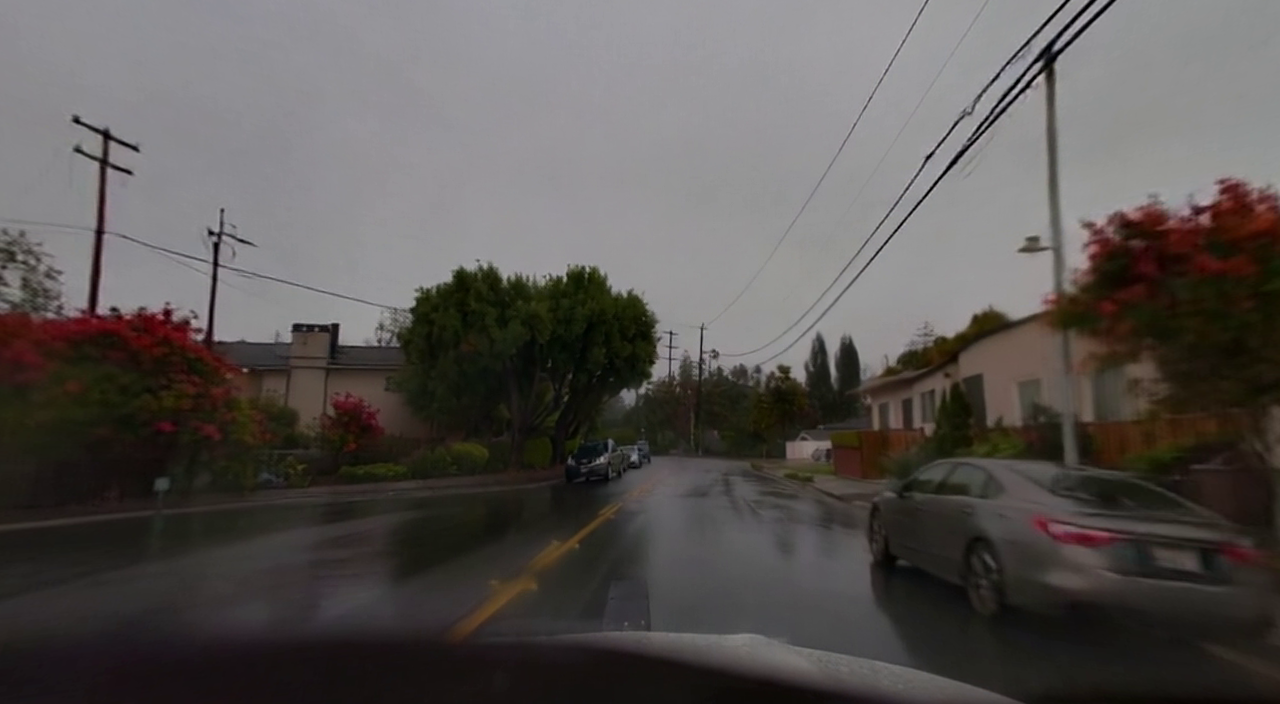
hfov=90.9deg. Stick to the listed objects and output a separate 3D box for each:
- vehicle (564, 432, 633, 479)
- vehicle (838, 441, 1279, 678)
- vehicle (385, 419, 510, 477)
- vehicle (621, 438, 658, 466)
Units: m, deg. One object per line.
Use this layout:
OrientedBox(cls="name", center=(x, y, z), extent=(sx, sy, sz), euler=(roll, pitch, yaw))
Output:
OrientedBox(cls="vehicle", center=(-1.766, 4.749, 29.268), extent=(2.463, 1.951, 5.794), euler=(-1, -8, 3))
OrientedBox(cls="vehicle", center=(3.850, 1.683, 6.560), extent=(2.151, 1.468, 5.066), euler=(0, -8, 3))
OrientedBox(cls="vehicle", center=(-9.759, 4.910, 32.482), extent=(5.828, 2.818, 2.231), euler=(2, -8, -13))
OrientedBox(cls="vehicle", center=(0.057, 7.214, 45.576), extent=(2.139, 1.882, 4.635), euler=(-1, -8, 7))
